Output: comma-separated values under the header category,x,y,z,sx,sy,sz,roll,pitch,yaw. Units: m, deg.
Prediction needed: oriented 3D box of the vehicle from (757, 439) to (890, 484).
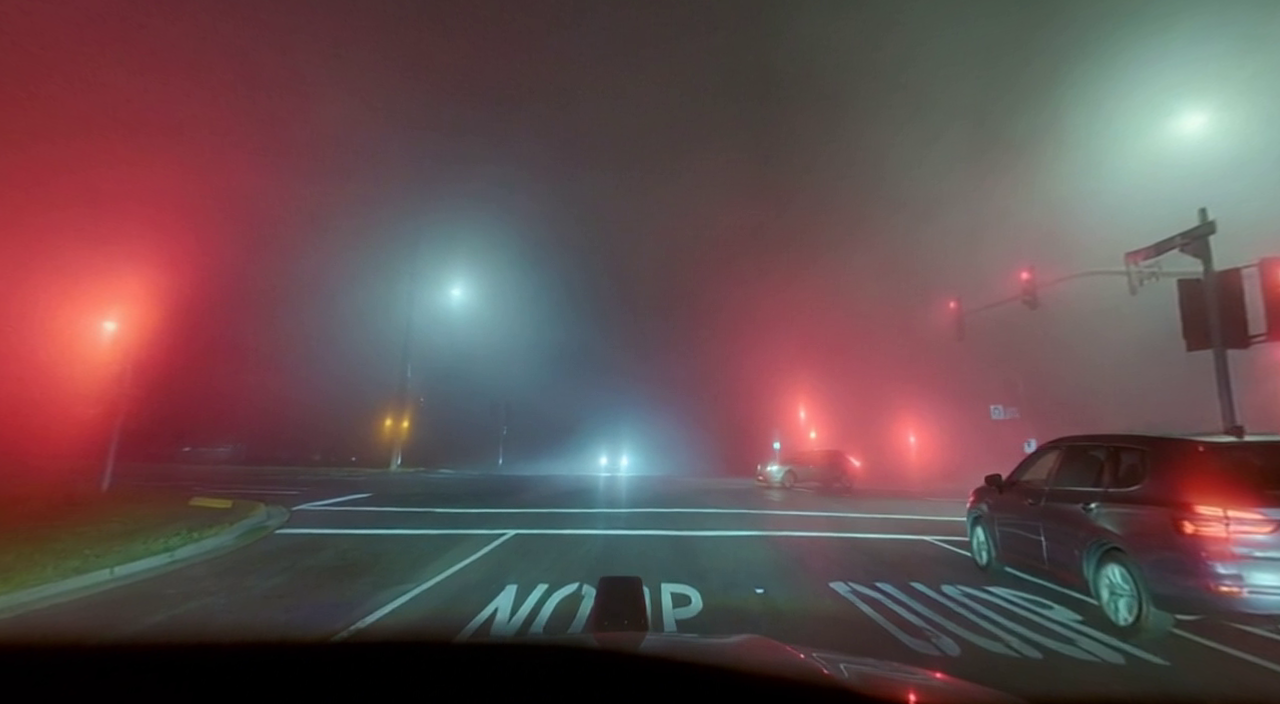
category,x,y,z,sx,sy,sz,roll,pitch,yaw
vehicle,7.359,4.360,25.380,4.715,1.671,2.030,3,-9,-17

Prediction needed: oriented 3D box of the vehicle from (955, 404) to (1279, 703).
category,x,y,z,sx,sy,sz,roll,pitch,yaw
vehicle,4.187,1.244,4.321,2.036,1.583,4.911,-1,-8,7
